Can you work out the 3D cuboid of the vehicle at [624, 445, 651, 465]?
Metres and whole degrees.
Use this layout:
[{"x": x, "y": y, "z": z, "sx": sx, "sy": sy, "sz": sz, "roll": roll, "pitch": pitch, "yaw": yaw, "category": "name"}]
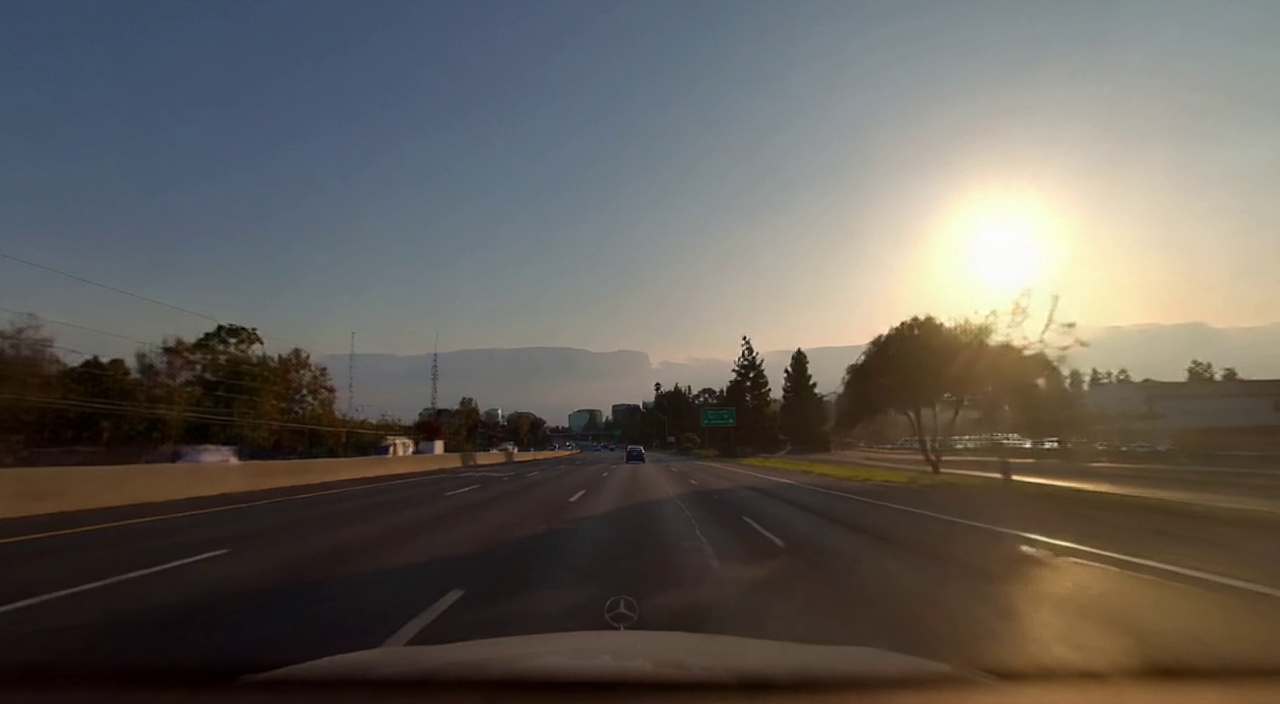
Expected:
[{"x": -0.199, "y": 7.885, "z": 48.544, "sx": 2.025, "sy": 1.460, "sz": 4.189, "roll": 0, "pitch": -9, "yaw": -1, "category": "vehicle"}]
